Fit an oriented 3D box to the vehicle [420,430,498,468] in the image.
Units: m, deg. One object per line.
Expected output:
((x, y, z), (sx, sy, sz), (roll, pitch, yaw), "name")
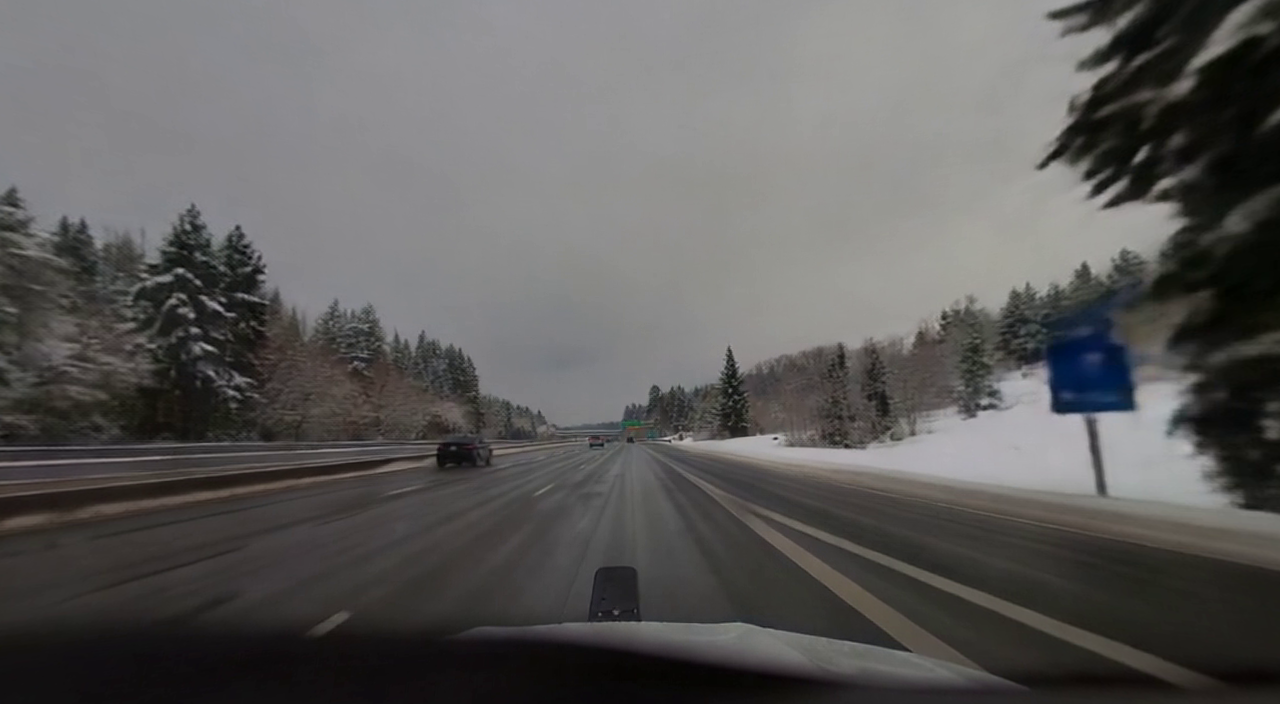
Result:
((-8.260, 4.436, 29.286), (2.092, 1.574, 5.251), (0, -7, 0), "vehicle")
